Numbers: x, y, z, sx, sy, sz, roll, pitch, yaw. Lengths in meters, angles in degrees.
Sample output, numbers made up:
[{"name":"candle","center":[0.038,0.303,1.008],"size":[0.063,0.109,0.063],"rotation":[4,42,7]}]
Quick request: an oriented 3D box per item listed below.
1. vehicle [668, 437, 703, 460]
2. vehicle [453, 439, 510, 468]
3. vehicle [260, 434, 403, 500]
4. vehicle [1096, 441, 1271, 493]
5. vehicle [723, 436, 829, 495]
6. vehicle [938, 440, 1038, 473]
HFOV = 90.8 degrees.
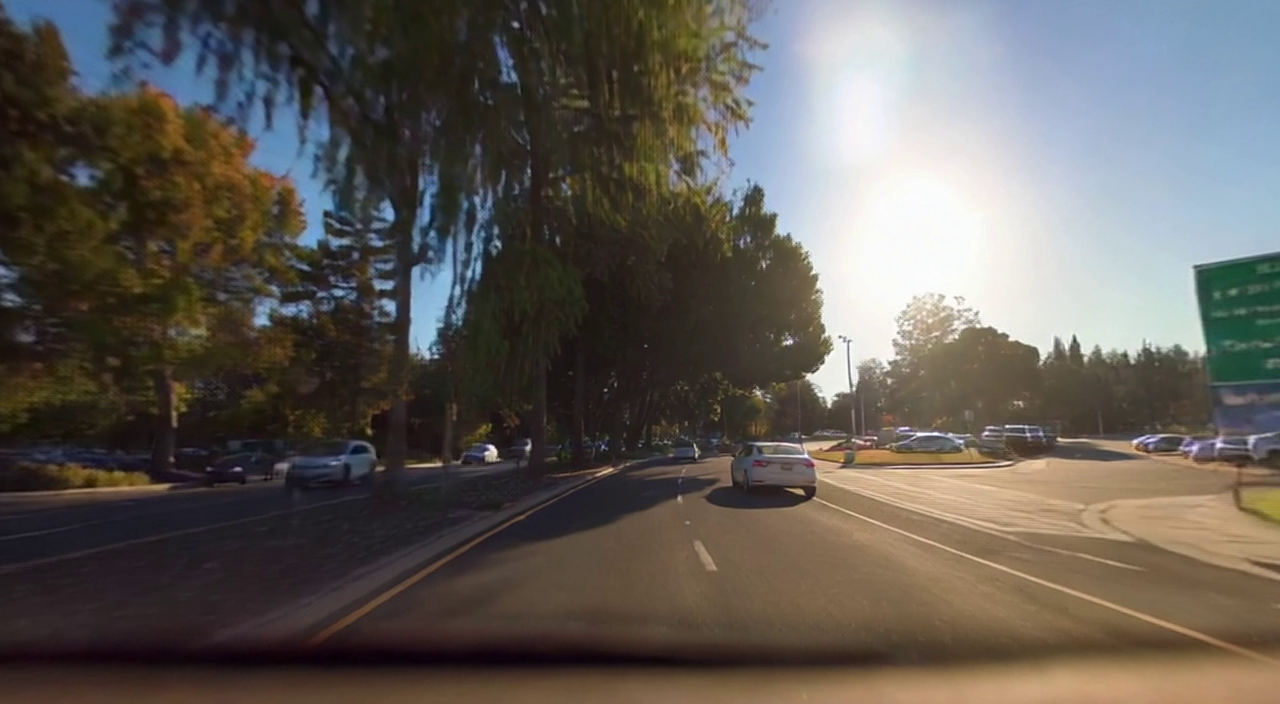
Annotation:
[{"name":"vehicle","center":[3.577,7.462,49.098],"size":[2.123,1.703,4.292],"rotation":[-2,-8,11]},{"name":"vehicle","center":[-9.951,6.418,40.102],"size":[1.951,1.731,4.440],"rotation":[-1,-8,7]},{"name":"vehicle","center":[-8.952,3.347,18.862],"size":[2.045,1.689,4.545],"rotation":[0,-8,-2]},{"name":"vehicle","center":[17.001,3.541,19.803],"size":[4.653,1.471,1.850],"rotation":[2,-9,-17]},{"name":"vehicle","center":[3.841,3.284,18.801],"size":[2.132,1.497,4.827],"rotation":[0,-8,1]},{"name":"vehicle","center":[18.820,5.665,34.233],"size":[4.512,1.561,1.846],"rotation":[-8,-11,31]}]
